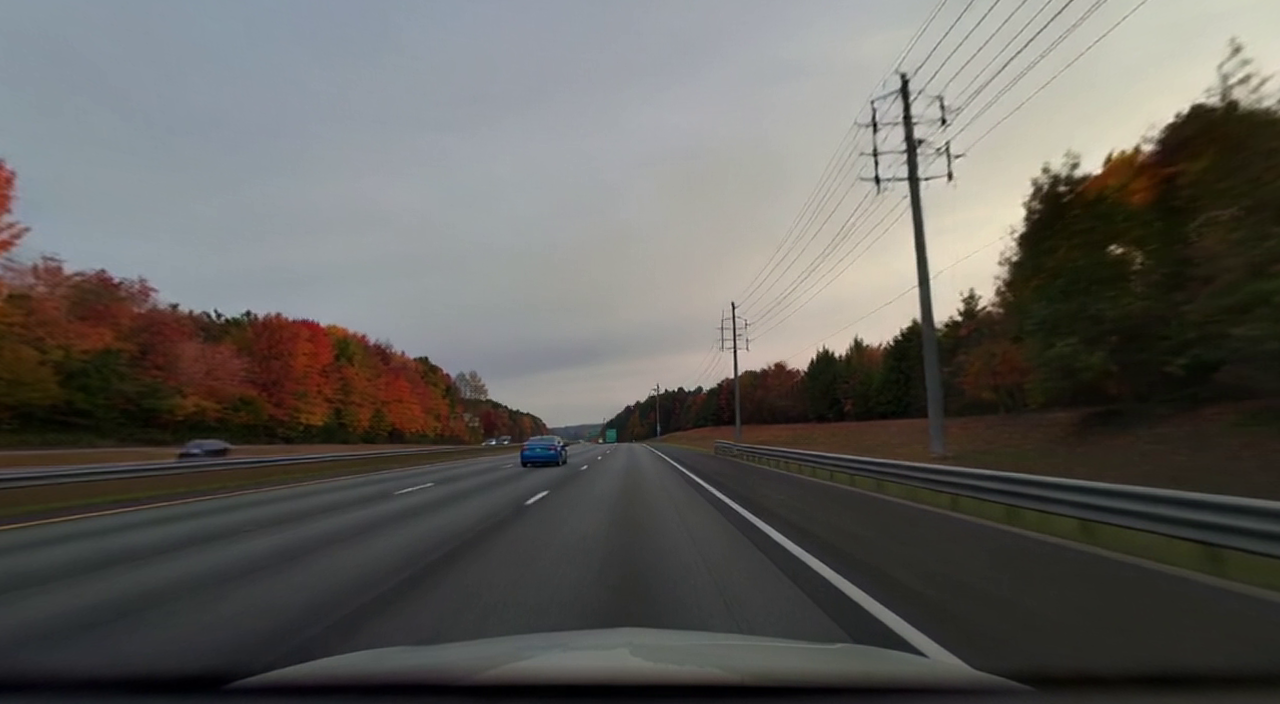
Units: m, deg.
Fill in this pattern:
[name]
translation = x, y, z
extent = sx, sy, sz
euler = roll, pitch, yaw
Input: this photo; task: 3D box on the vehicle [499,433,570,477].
[vehicle]
translation = -3.911, 3.862, 24.009
extent = 2.025, 1.475, 4.379
euler = 0, -8, -1
